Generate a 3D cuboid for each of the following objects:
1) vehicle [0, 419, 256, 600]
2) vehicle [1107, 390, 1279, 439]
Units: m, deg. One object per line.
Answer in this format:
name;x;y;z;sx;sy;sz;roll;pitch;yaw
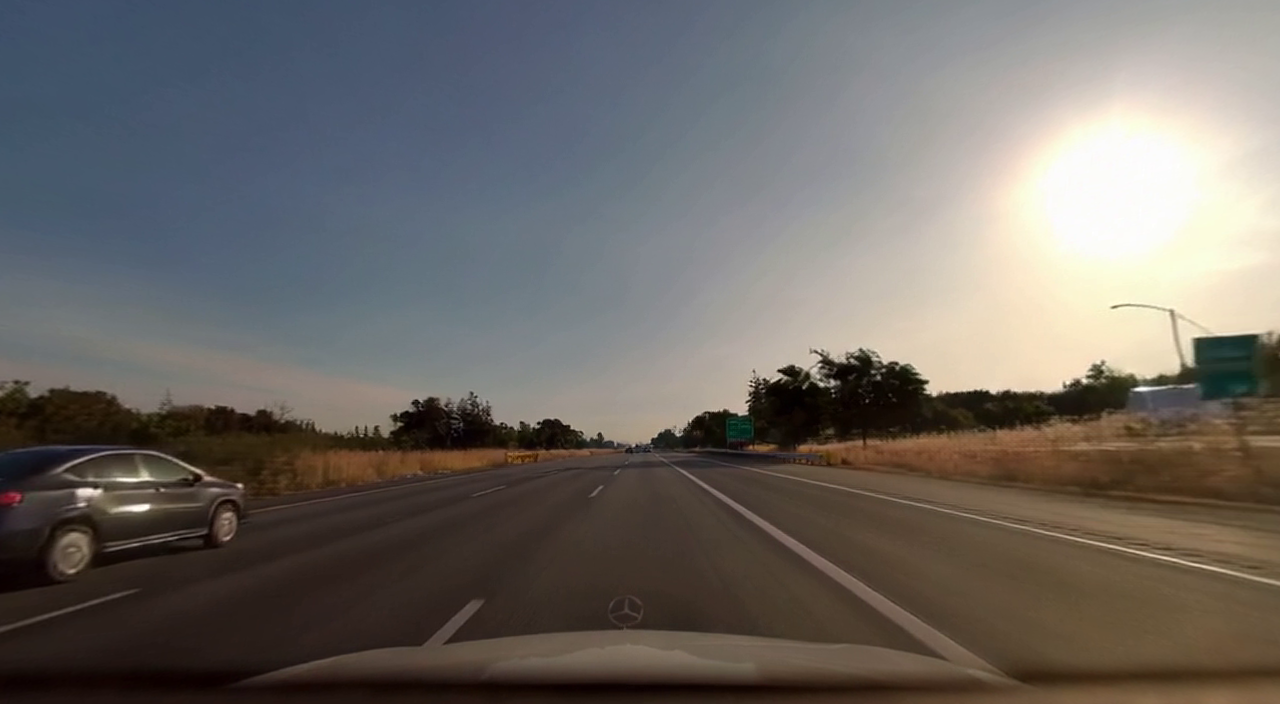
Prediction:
vehicle;-6.854;1.638;7.113;2.016;1.640;4.713;0;-8;1
vehicle;23.444;2.800;27.185;2.268;1.833;5.691;0;-8;0
